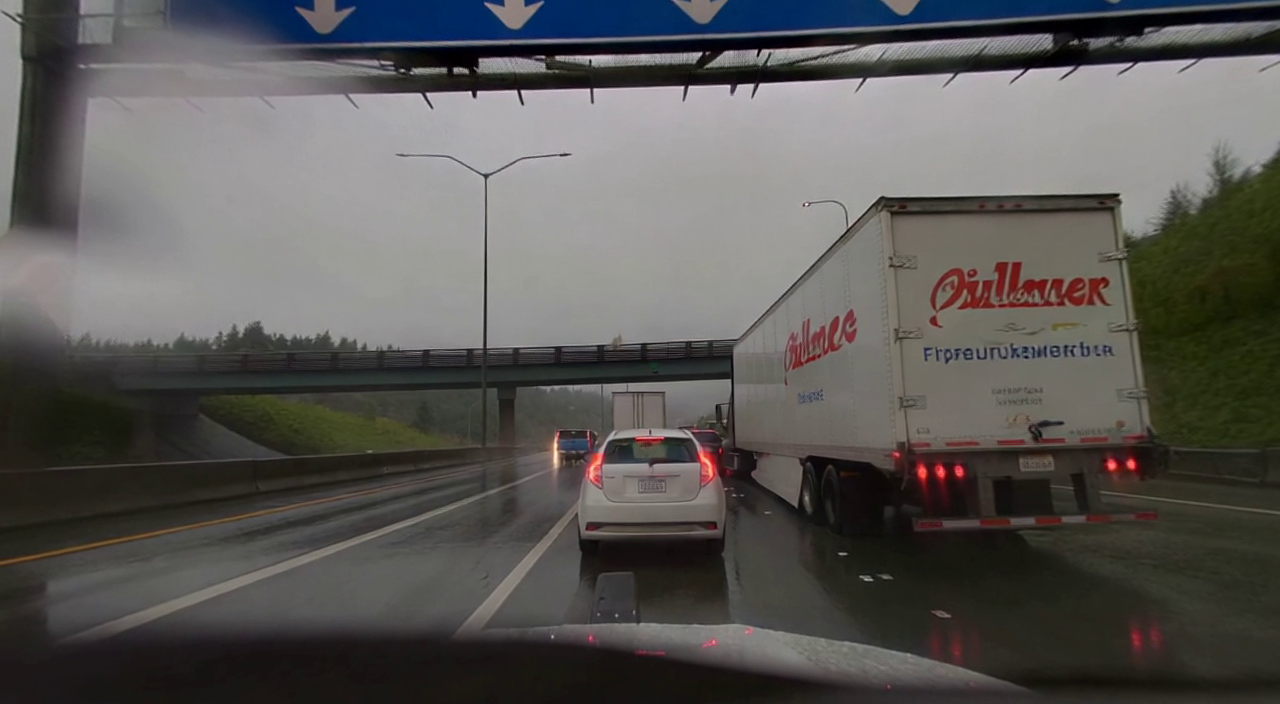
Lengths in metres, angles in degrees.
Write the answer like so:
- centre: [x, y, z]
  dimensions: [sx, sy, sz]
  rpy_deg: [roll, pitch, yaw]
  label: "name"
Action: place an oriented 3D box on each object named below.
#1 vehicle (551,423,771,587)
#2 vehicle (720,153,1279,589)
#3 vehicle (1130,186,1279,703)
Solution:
- centre: [0.181, 1.687, 7.722]
  dimensions: [2.045, 1.490, 3.597]
  rpy_deg: [-1, -8, 0]
  label: "vehicle"
- centre: [4.193, 1.068, 12.968]
  dimensions: [2.827, 4.081, 14.305]
  rpy_deg: [0, -8, -1]
  label: "vehicle"
- centre: [4.729, 0.120, 0.643]
  dimensions: [2.892, 2.615, 6.650]
  rpy_deg: [0, -8, -2]
  label: "vehicle"
